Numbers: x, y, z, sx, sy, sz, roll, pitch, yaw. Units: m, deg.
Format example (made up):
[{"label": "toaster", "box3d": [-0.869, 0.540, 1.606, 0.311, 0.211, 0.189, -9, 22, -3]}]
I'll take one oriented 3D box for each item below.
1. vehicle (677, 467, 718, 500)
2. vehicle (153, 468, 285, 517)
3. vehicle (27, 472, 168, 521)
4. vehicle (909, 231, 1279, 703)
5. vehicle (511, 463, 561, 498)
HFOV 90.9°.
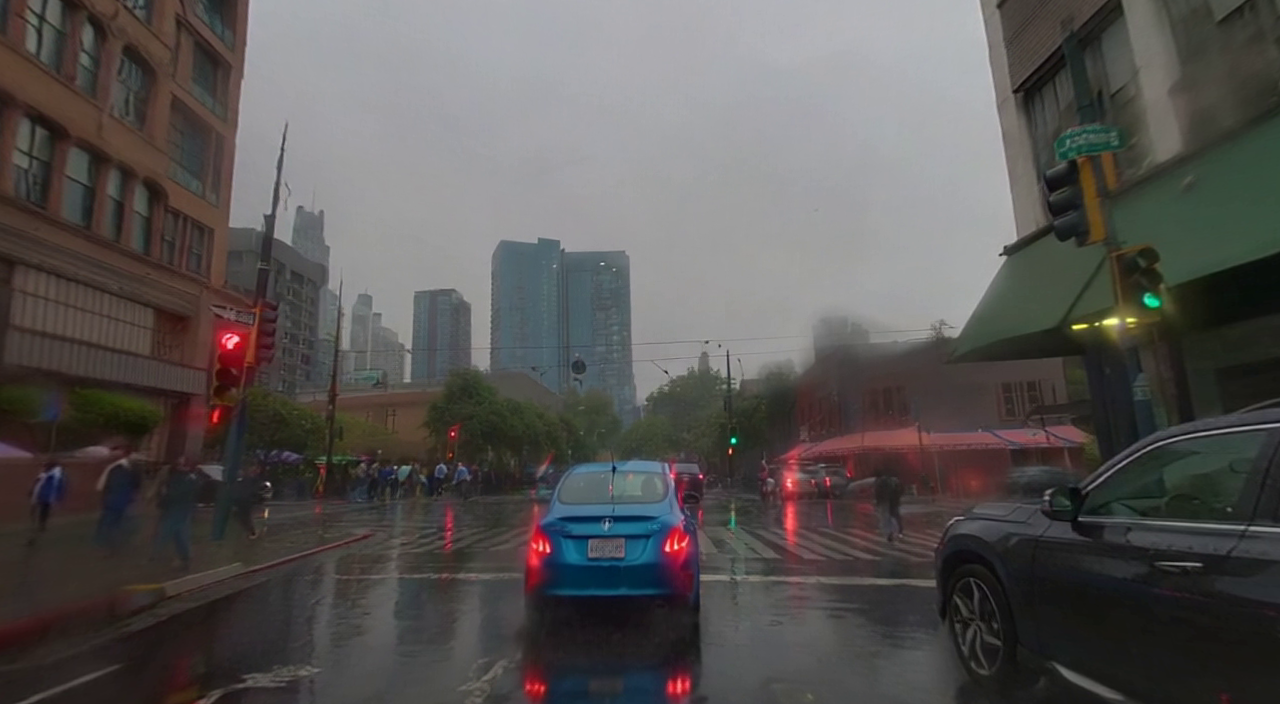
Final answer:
[{"label": "vehicle", "box3d": [3.480, 8.051, 38.819, 1.908, 1.741, 4.066, 0, -9, -3]}, {"label": "vehicle", "box3d": [-19.773, 6.592, 29.738, 4.750, 2.083, 2.002, -1, -9, 3]}, {"label": "vehicle", "box3d": [-25.486, 6.771, 29.740, 4.588, 2.048, 2.110, 0, -9, 0]}, {"label": "vehicle", "box3d": [3.217, 0.545, 1.266, 2.632, 1.979, 6.096, 0, -9, 0]}, {"label": "vehicle", "box3d": [-6.330, 7.878, 39.009, 2.226, 1.896, 4.438, -1, -9, 1]}]
